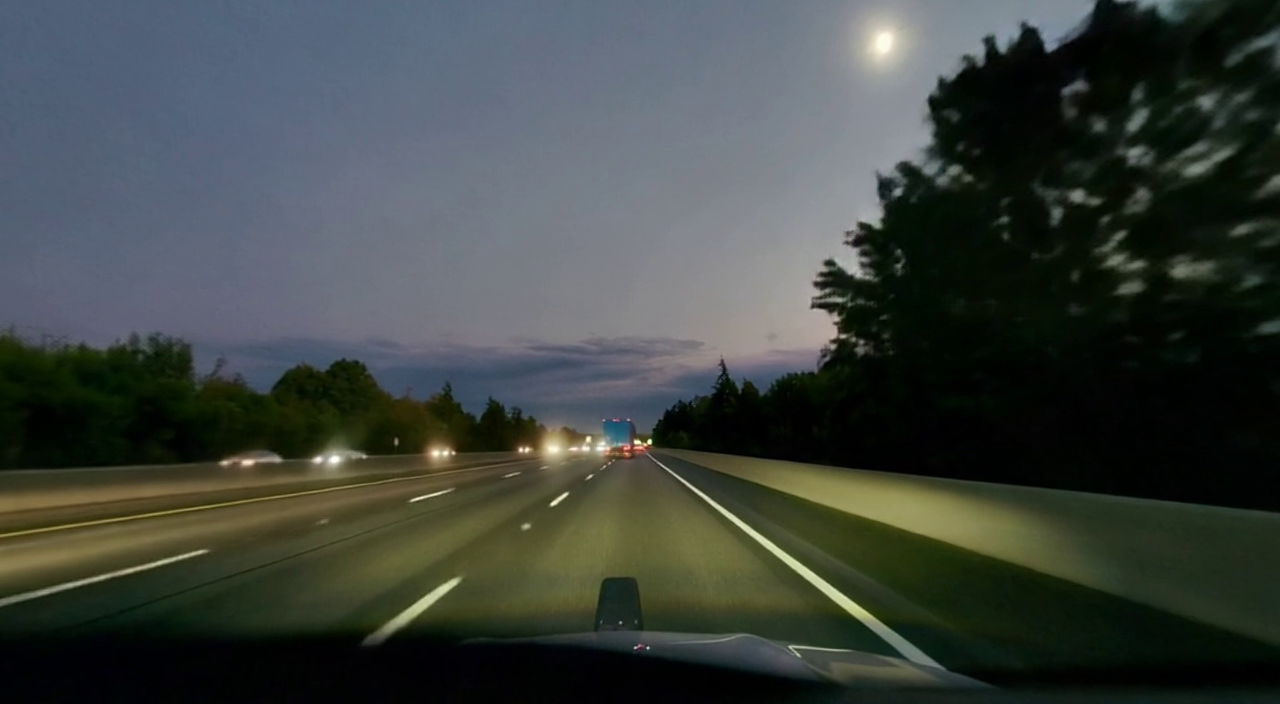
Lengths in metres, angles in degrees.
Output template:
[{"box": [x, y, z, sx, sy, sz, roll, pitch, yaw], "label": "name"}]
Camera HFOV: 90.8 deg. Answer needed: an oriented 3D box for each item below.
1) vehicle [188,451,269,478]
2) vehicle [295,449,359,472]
[{"box": [-25.104, 6.856, 38.756, 1.833, 1.477, 4.743, 0, -8, -1], "label": "vehicle"}, {"box": [-21.308, 7.400, 43.301, 1.992, 1.492, 4.727, 0, -8, 0], "label": "vehicle"}]
